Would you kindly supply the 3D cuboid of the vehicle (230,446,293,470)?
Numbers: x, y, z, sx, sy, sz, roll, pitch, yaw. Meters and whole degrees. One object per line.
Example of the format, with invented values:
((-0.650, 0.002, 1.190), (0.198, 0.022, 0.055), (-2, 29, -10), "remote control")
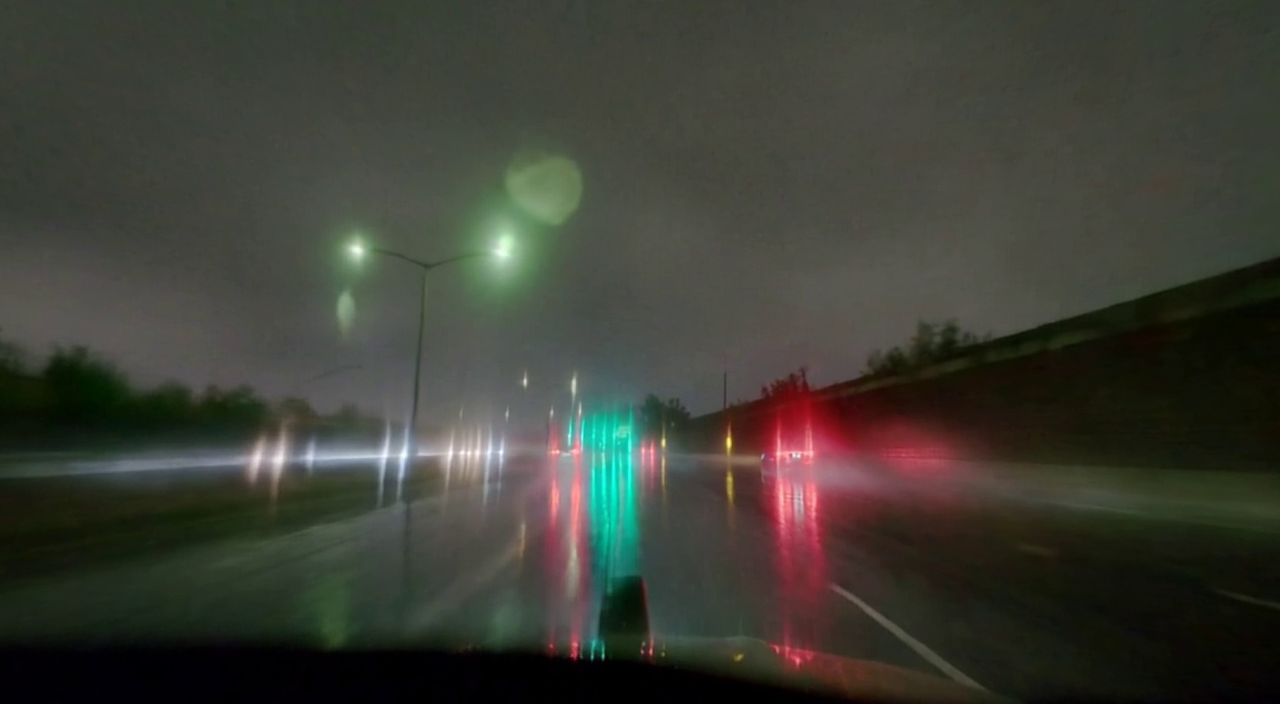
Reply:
((-29.388, 8.209, 49.166), (1.939, 1.723, 4.907), (0, -8, -2), "vehicle")

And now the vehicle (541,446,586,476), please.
((-4.124, 5.943, 34.570), (2.014, 1.481, 4.156), (0, -8, 0), "vehicle")
